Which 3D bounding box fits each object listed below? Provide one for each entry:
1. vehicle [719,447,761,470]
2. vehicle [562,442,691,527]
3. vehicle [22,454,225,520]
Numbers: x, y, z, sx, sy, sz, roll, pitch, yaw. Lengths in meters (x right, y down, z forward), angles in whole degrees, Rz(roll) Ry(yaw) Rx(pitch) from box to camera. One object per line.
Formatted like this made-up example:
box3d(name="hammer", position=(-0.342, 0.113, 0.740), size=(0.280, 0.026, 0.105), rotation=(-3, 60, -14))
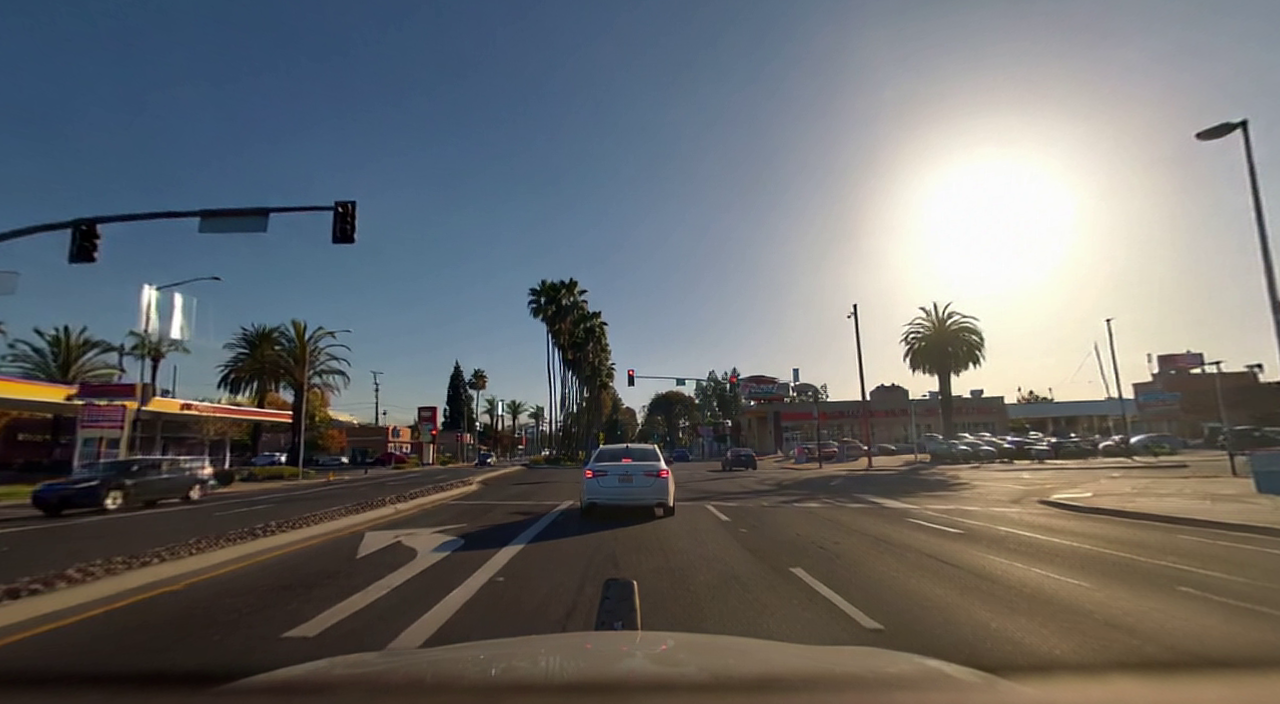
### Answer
box3d(name="vehicle", position=(6.696, 7.164, 42.763), size=(2.017, 1.491, 4.420), rotation=(0, -8, -1))
box3d(name="vehicle", position=(-0.241, 2.674, 13.475), size=(2.270, 1.475, 4.571), rotation=(0, -8, 0))
box3d(name="vehicle", position=(-15.176, 3.943, 19.031), size=(2.120, 1.629, 4.686), rotation=(0, -8, 0))
